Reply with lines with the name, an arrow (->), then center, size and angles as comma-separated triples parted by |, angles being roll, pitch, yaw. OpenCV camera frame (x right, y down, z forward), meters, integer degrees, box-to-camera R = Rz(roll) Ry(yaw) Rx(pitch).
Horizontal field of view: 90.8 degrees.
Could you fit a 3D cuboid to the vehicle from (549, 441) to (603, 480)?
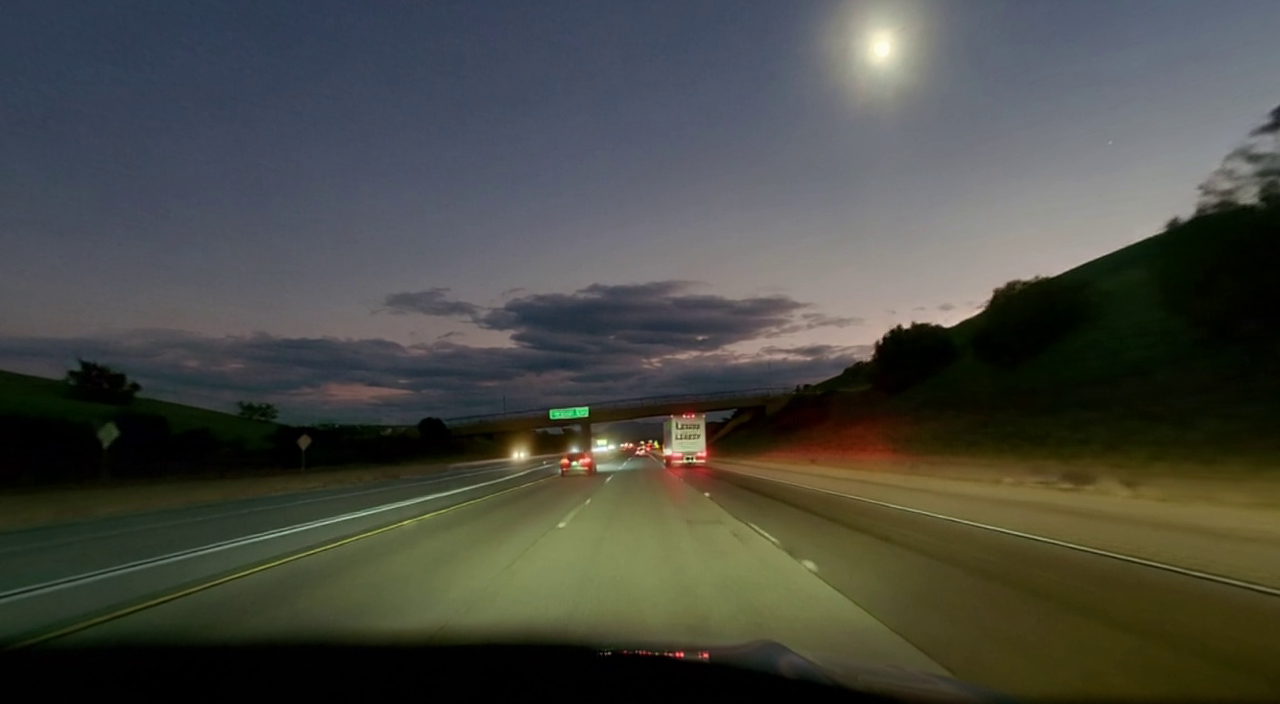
vehicle -> -2.925, 5.084, 29.717 | 2.052, 1.654, 4.303 | 0, -9, 1
